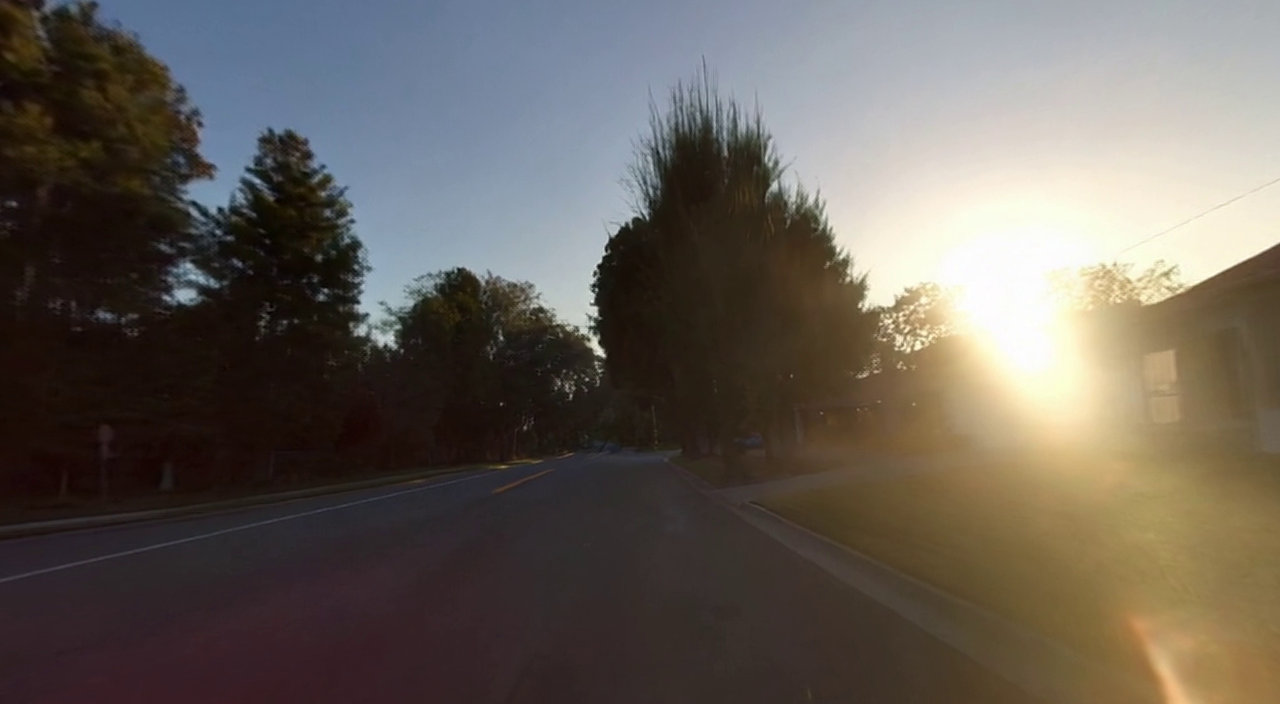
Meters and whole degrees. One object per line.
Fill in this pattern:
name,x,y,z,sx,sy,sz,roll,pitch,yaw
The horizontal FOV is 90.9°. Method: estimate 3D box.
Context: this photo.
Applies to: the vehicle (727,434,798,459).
vehicle,7.956,6.145,41.189,4.153,1.605,1.835,0,-7,-3
